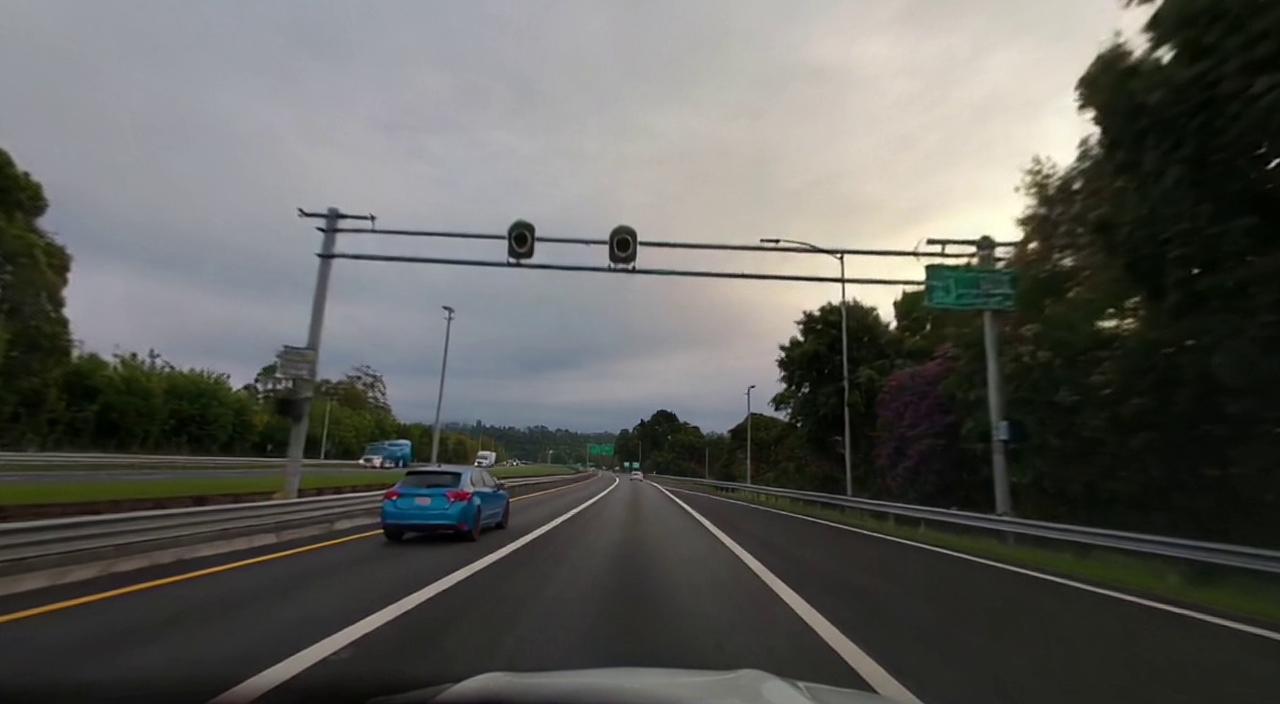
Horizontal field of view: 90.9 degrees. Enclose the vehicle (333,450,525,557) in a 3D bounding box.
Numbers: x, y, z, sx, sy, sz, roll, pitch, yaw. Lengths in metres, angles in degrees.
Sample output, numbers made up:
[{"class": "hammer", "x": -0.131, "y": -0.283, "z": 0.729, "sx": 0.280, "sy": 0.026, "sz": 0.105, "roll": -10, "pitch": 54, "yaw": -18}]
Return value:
[{"class": "vehicle", "x": -3.565, "y": 2.676, "z": 11.681, "sx": 1.967, "sy": 1.556, "sz": 4.364, "roll": 1, "pitch": -10, "yaw": 1}]
